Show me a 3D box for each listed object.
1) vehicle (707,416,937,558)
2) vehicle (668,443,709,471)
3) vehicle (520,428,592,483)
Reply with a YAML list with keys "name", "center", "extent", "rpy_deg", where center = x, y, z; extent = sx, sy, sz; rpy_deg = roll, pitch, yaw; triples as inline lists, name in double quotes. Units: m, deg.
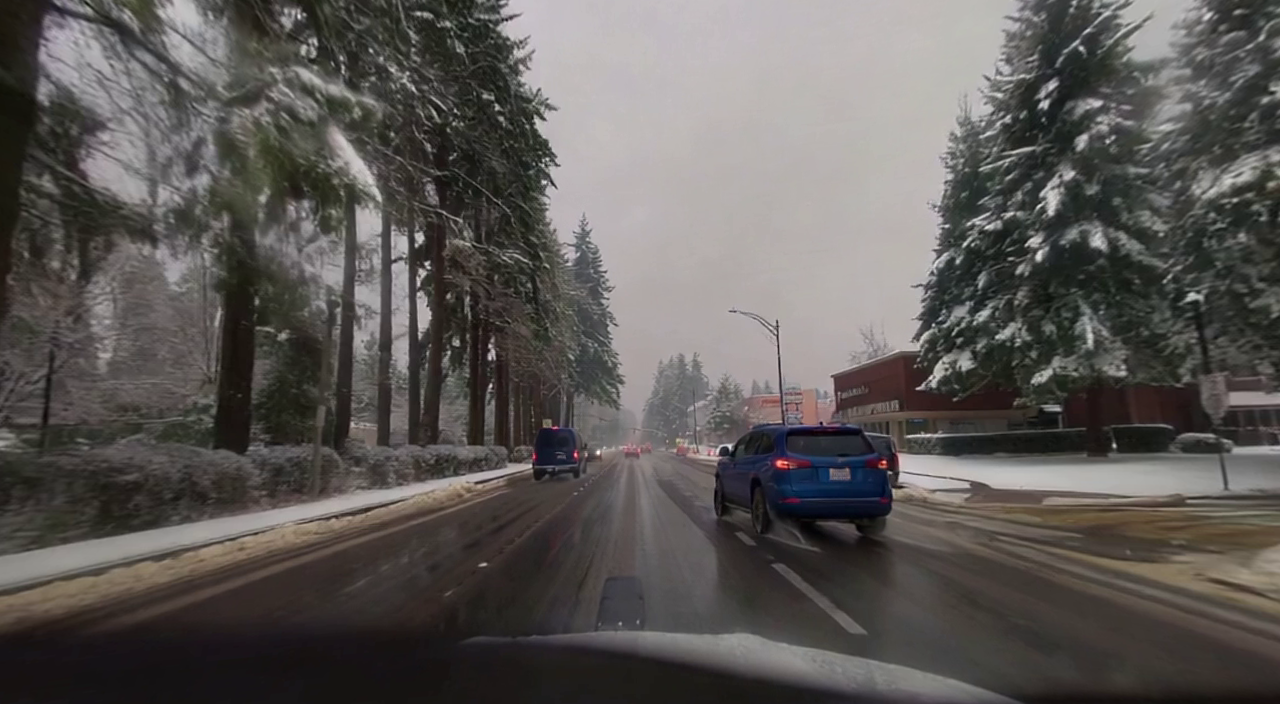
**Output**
- name: "vehicle"
  center: [2.466, 1.969, 9.915]
  extent: [2.168, 1.725, 4.192]
  rpy_deg: [0, -9, -3]
- name: "vehicle"
  center: [2.799, 6.204, 37.545]
  extent: [1.953, 1.509, 4.186]
  rpy_deg: [0, -9, -2]
- name: "vehicle"
  center: [-3.373, 4.334, 26.706]
  extent: [2.357, 2.063, 5.488]
  rpy_deg: [0, -9, -1]
